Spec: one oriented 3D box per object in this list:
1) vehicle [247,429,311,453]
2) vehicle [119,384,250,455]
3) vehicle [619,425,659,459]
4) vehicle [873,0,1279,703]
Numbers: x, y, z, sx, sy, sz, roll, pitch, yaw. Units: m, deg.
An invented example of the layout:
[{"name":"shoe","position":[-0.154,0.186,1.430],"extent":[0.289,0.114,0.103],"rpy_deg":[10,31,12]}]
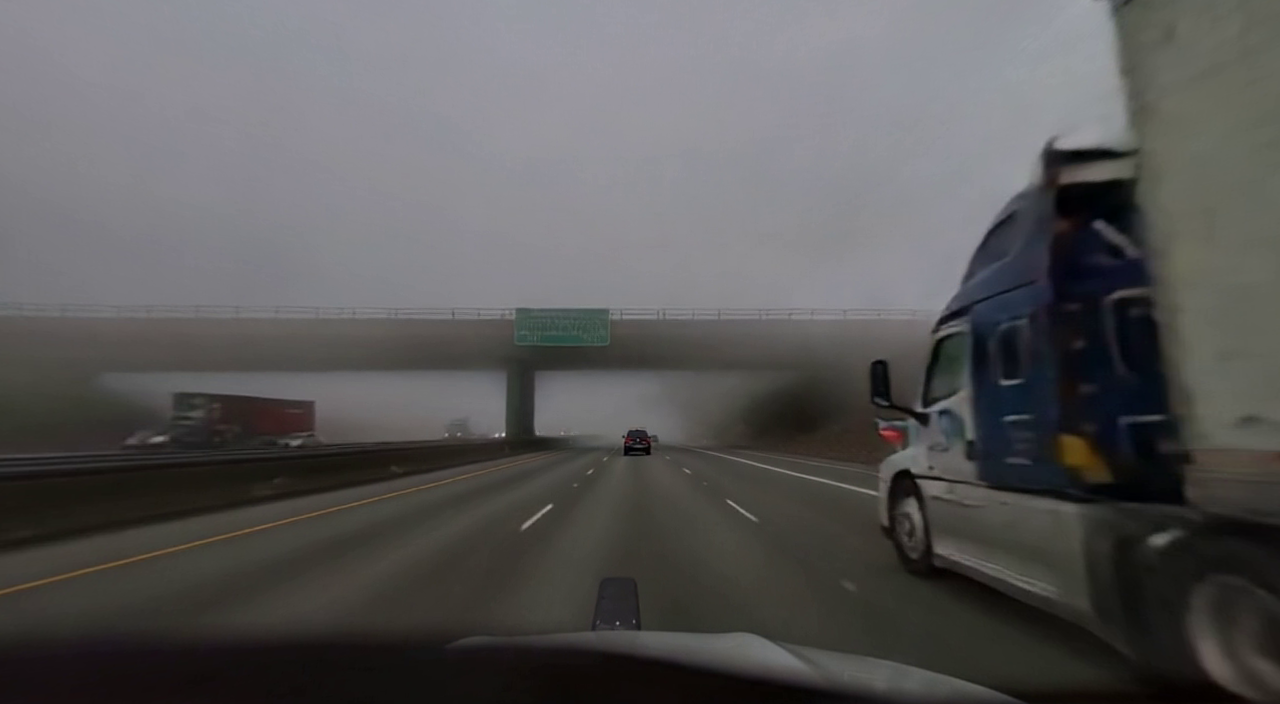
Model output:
[{"name":"vehicle","position":[-22.833,5.639,40.001],"extent":[1.709,1.457,4.012],"rpy_deg":[0,-8,-1]},{"name":"vehicle","position":[-26.974,4.124,37.765],"extent":[3.137,3.871,6.148],"rpy_deg":[0,-8,-1]},{"name":"vehicle","position":[-0.090,5.481,38.565],"extent":[2.277,1.913,4.510],"rpy_deg":[0,-8,-1]},{"name":"vehicle","position":[4.014,-0.113,3.457],"extent":[3.036,3.846,5.889],"rpy_deg":[0,-8,-1]}]
